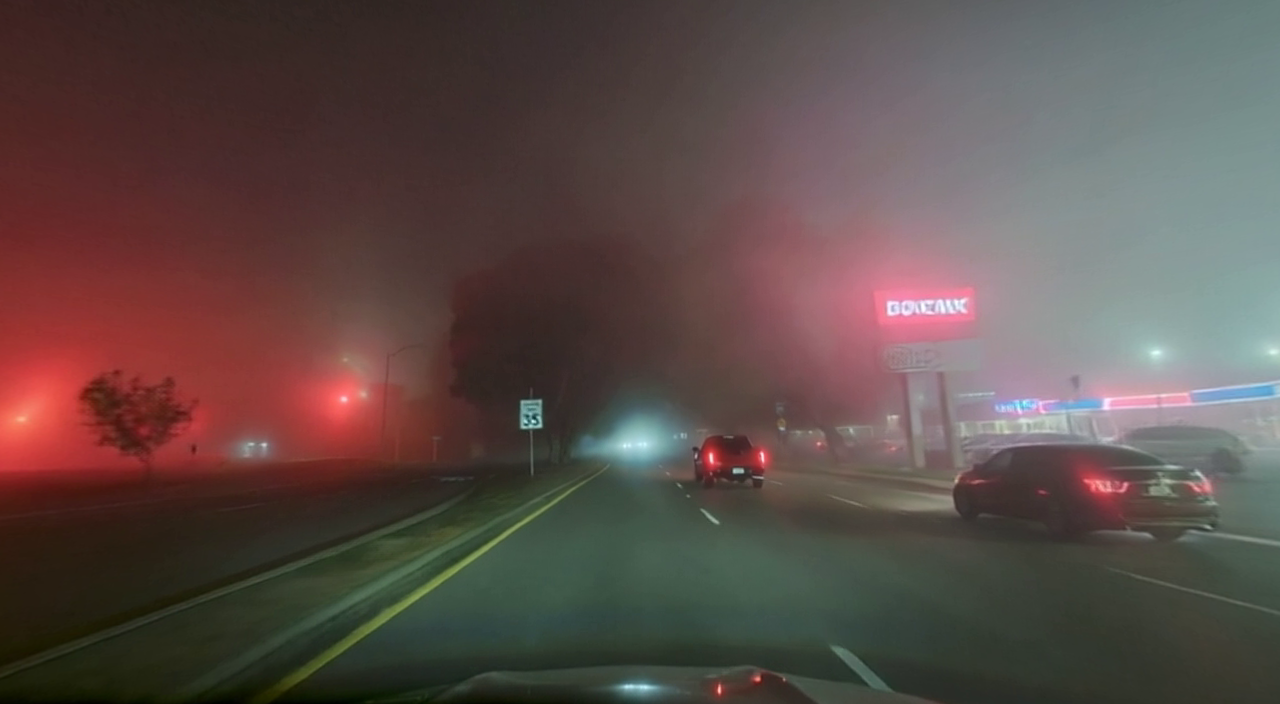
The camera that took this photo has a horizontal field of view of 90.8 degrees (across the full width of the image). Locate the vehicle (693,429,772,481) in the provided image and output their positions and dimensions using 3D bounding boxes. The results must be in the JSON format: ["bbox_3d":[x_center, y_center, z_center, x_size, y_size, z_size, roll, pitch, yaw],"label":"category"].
[{"bbox_3d":[3.347,3.871,23.963,2.214,1.749,4.998,0,-8,0],"label":"vehicle"}]

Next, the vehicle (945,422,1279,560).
[{"bbox_3d":[6.497,1.836,9.085,1.986,1.480,4.296,0,-8,-1],"label":"vehicle"}]
